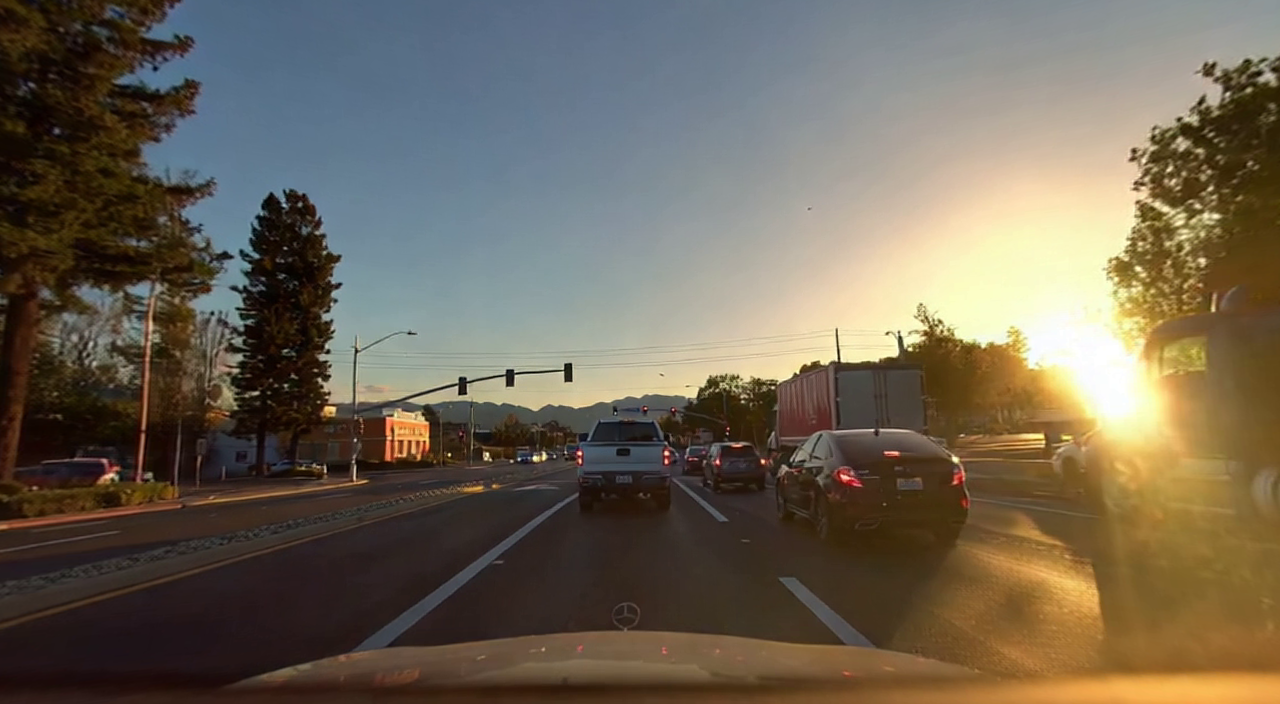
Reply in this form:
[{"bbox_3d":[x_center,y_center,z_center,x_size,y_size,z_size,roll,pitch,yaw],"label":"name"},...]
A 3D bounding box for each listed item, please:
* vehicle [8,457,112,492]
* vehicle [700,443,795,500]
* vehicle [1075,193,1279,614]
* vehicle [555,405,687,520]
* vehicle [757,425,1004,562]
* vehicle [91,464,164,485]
[{"bbox_3d":[-28.599,6.038,31.334,1.730,1.534,3.922,1,-9,-7],"label":"vehicle"},{"bbox_3d":[3.028,3.472,18.774,1.922,1.483,4.436,0,-9,-2],"label":"vehicle"},{"bbox_3d":[6.505,0.164,3.481,2.802,3.322,7.429,0,-9,0],"label":"vehicle"},{"bbox_3d":[-0.396,2.512,14.725,2.499,2.183,5.111,0,-9,-1],"label":"vehicle"},{"bbox_3d":[3.274,2.044,9.933,1.905,1.587,4.998,0,-9,0],"label":"vehicle"},{"bbox_3d":[-38.102,9.115,46.997,4.150,1.474,1.826,-2,-9,10],"label":"vehicle"}]
